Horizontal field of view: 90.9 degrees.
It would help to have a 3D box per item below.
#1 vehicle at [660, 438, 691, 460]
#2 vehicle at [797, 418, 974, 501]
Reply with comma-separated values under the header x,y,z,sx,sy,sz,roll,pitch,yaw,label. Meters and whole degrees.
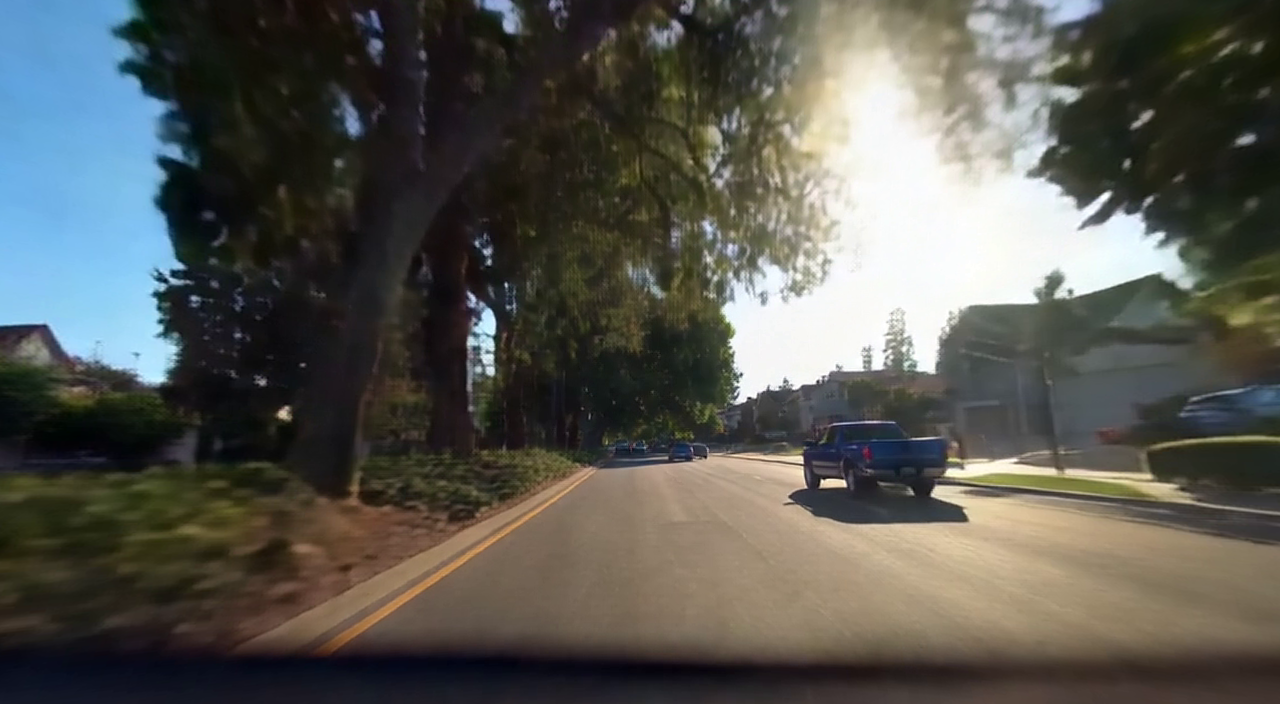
x,y,z,sx,sy,sz,roll,pitch,yaw,label
2.750,7.633,49.850,2.061,1.632,4.222,0,-8,-2,vehicle
6.041,2.746,16.539,2.262,1.769,5.666,0,-8,-1,vehicle
